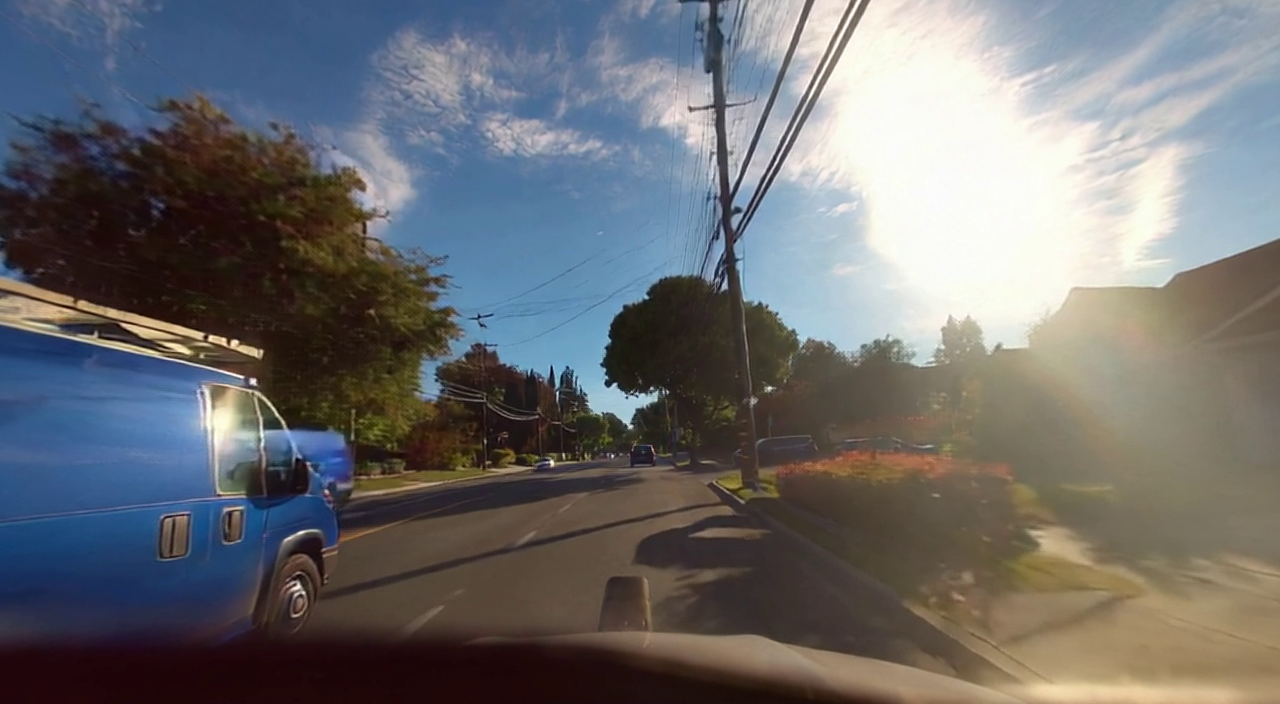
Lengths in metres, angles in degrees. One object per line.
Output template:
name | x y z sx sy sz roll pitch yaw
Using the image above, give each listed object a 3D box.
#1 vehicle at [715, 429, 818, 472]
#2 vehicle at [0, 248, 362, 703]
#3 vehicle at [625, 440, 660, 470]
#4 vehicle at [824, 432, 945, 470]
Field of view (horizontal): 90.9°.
vehicle | 6.791 5.264 33.660 5.012 1.711 2.457 -8 -9 14
vehicle | -3.568 0.694 2.328 2.336 2.152 5.866 0 -9 1
vehicle | 0.176 6.391 39.234 2.120 1.718 3.909 0 -9 1
vehicle | 10.261 4.179 26.726 4.295 1.505 1.918 0 -8 1
